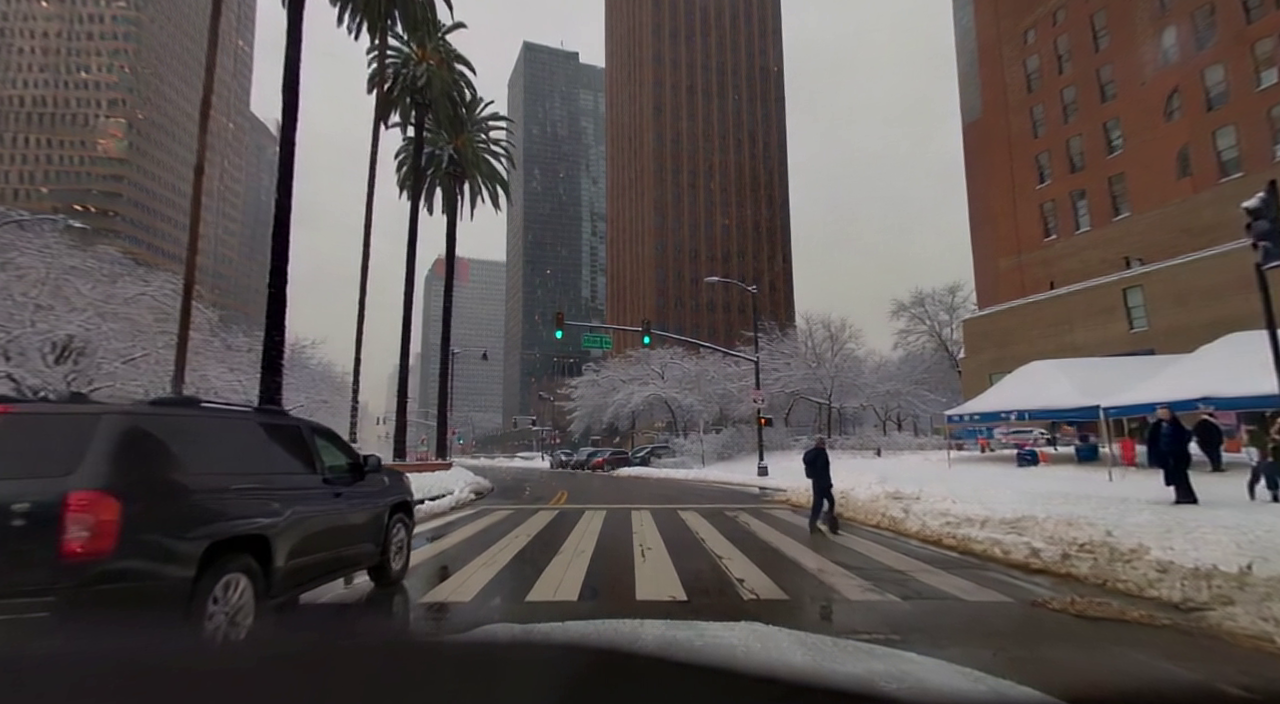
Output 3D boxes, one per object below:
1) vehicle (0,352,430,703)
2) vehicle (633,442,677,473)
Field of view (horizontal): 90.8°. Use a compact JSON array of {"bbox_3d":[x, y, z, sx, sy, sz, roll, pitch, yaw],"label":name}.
[{"bbox_3d":[-3.298,1.175,4.565,1.948,1.674,4.668,0,-9,0],"label":"vehicle"},{"bbox_3d":[1.001,7.644,45.945,2.322,2.071,5.366,1,-9,-9],"label":"vehicle"}]
